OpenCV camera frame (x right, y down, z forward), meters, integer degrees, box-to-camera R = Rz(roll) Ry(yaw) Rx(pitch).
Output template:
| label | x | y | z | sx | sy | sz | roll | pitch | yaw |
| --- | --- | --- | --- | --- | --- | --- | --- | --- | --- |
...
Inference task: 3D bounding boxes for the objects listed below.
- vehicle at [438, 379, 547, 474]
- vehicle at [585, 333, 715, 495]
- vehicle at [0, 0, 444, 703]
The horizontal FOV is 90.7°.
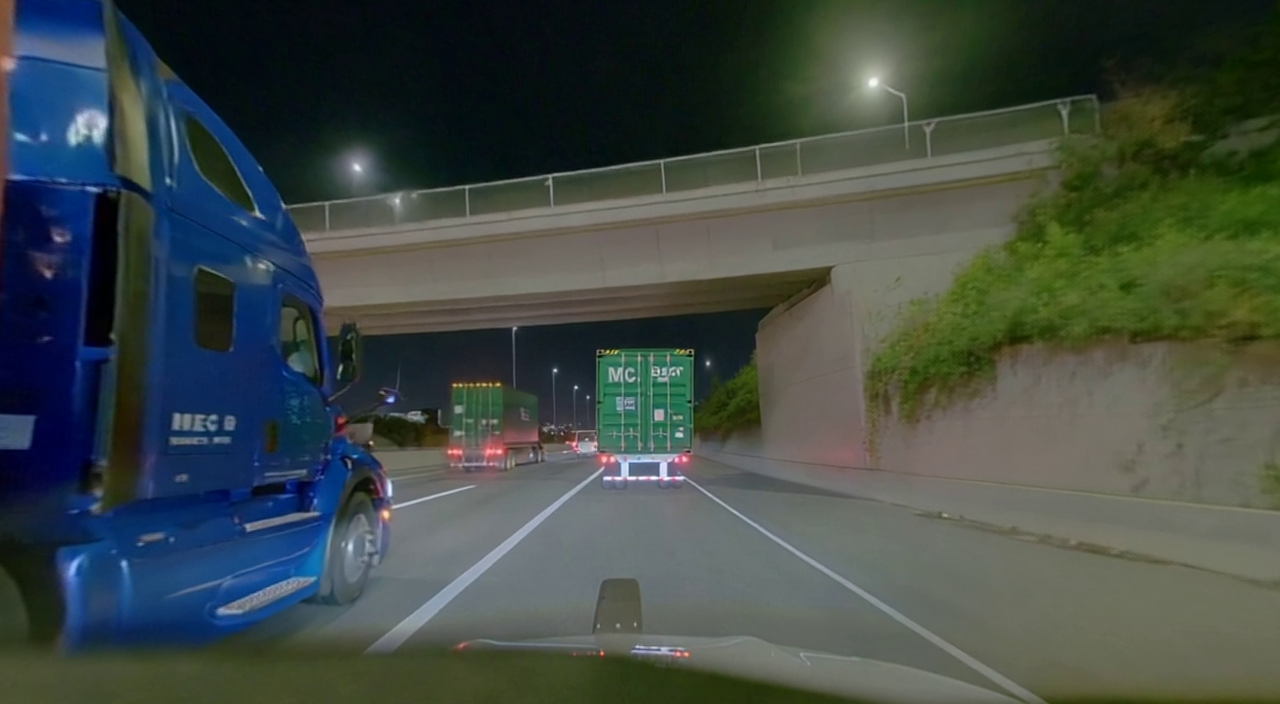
| label | x | y | z | sx | sy | sz | roll | pitch | yaw |
| --- | --- | --- | --- | --- | --- | --- | --- | --- | --- |
| vehicle | -7.336 | 4.147 | 33.694 | 3.023 | 4.139 | 11.860 | 0 | -9 | -1 |
| vehicle | 0.122 | 2.133 | 20.280 | 3.357 | 4.212 | 7.519 | 0 | -9 | -2 |
| vehicle | -3.484 | -0.200 | 2.454 | 3.187 | 3.949 | 6.963 | 0 | -9 | 0 |
